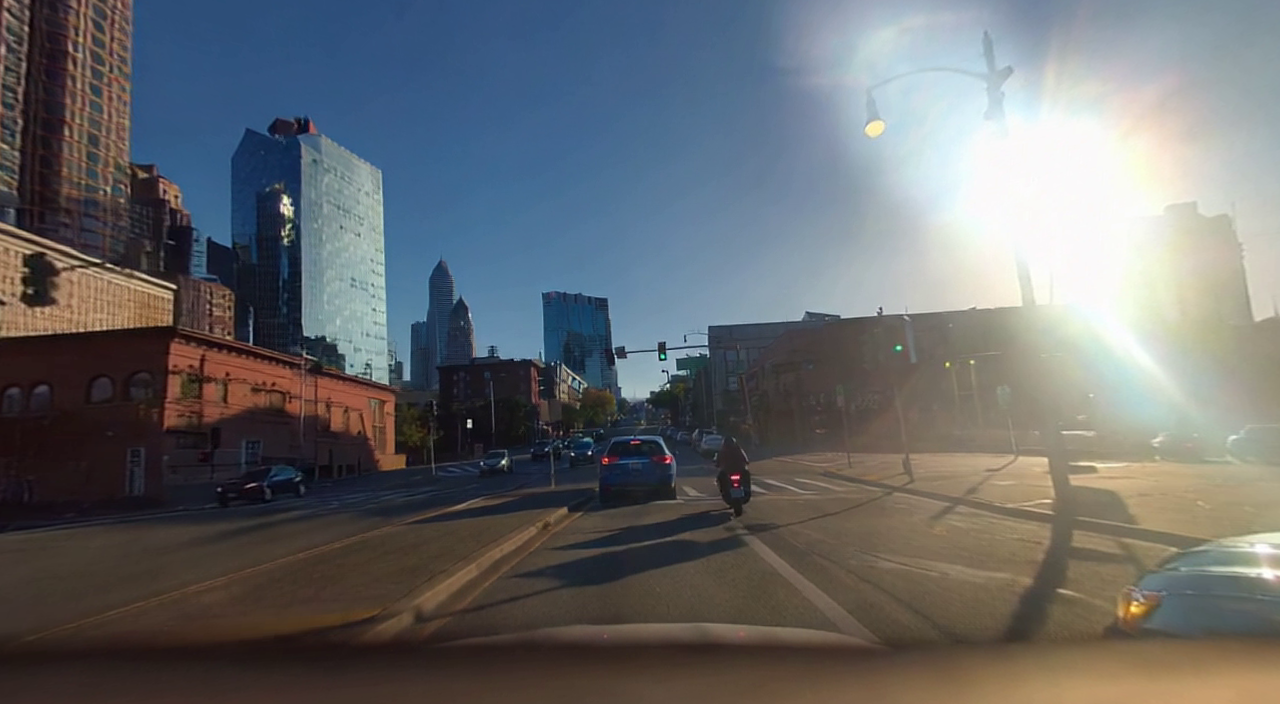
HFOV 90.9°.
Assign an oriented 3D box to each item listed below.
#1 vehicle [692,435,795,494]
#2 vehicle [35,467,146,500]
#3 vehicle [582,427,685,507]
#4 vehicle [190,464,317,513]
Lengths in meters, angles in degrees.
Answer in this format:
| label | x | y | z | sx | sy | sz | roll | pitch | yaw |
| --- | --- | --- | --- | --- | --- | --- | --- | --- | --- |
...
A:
| label | x | y | z | sx | sy | sz | roll | pitch | yaw |
| --- | --- | --- | --- | --- | --- | --- | --- | --- | --- |
| vehicle | 2.906 | 3.285 | 18.789 | 2.101 | 1.507 | 4.355 | 0 | -9 | -3 |
| vehicle | -30.909 | 7.382 | 35.571 | 4.326 | 1.694 | 1.949 | 0 | -9 | -1 |
| vehicle | -0.137 | 2.866 | 16.108 | 2.265 | 1.748 | 4.130 | 0 | -9 | 0 |
| vehicle | -14.475 | 5.107 | 24.039 | 1.963 | 1.492 | 4.885 | 0 | -9 | -3 |
